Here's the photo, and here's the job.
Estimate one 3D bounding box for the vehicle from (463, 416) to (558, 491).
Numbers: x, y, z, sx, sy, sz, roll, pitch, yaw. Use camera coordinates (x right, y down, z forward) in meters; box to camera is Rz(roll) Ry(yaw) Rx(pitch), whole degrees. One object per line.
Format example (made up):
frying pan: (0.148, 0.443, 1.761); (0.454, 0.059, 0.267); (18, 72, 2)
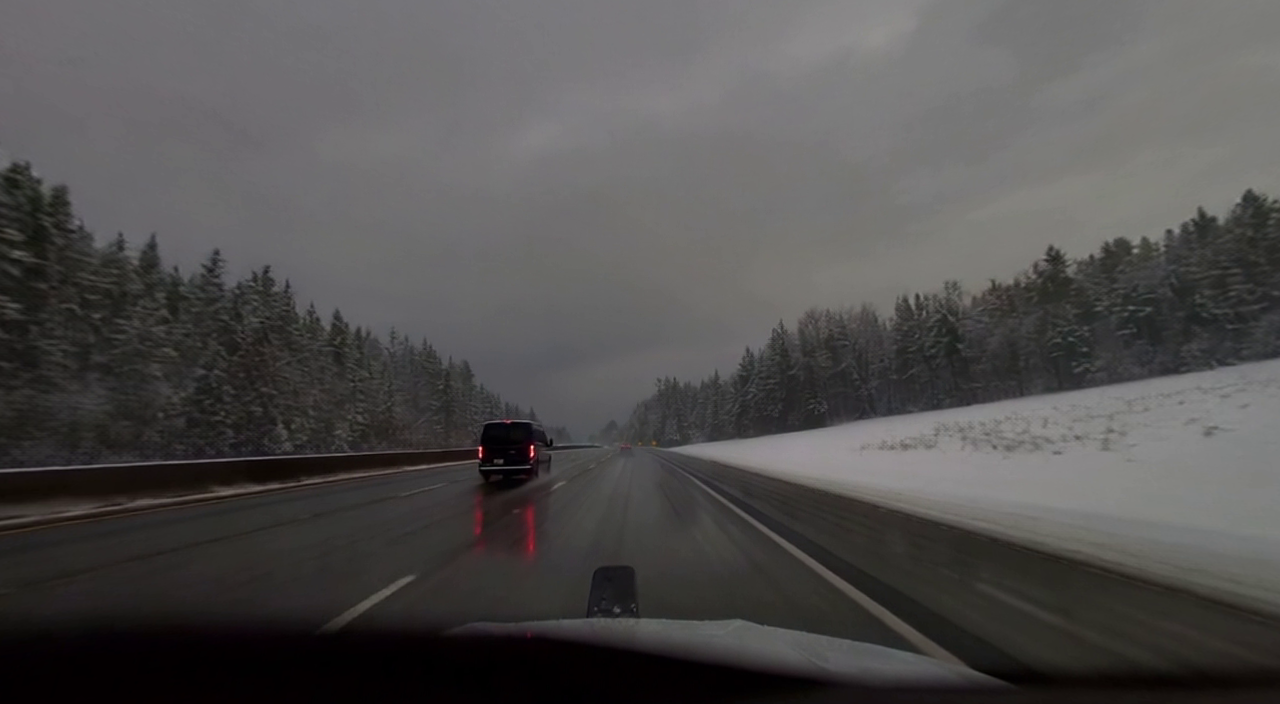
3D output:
vehicle: (-3.887, 3.144, 19.778); (1.976, 2.029, 4.737); (-1, -8, 0)
